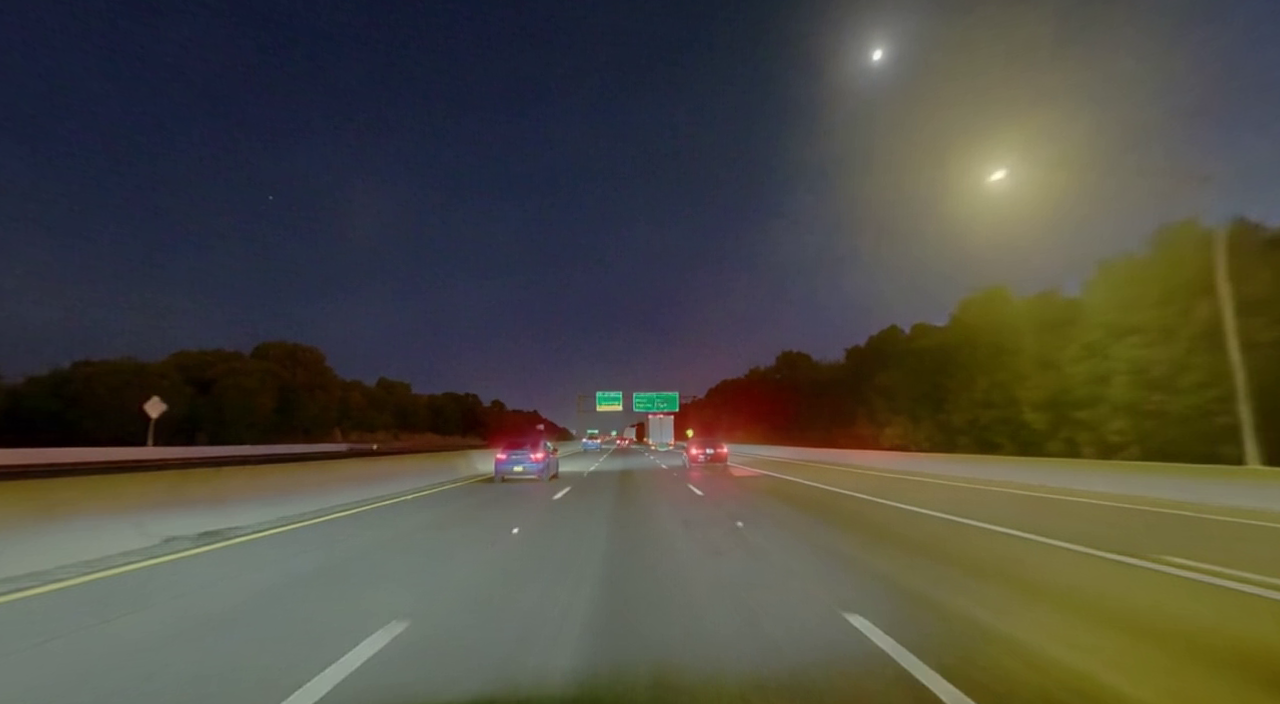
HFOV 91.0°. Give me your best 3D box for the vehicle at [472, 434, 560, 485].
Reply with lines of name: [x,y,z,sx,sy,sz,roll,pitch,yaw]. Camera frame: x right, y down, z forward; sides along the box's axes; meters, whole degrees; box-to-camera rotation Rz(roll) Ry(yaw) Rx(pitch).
vehicle: [-3.964,3.510,20.967,2.064,1.479,4.370,0,-8,0]

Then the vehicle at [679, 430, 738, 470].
vehicle: [2.981,4.372,28.338,2.001,1.625,4.088,0,-8,-2]
